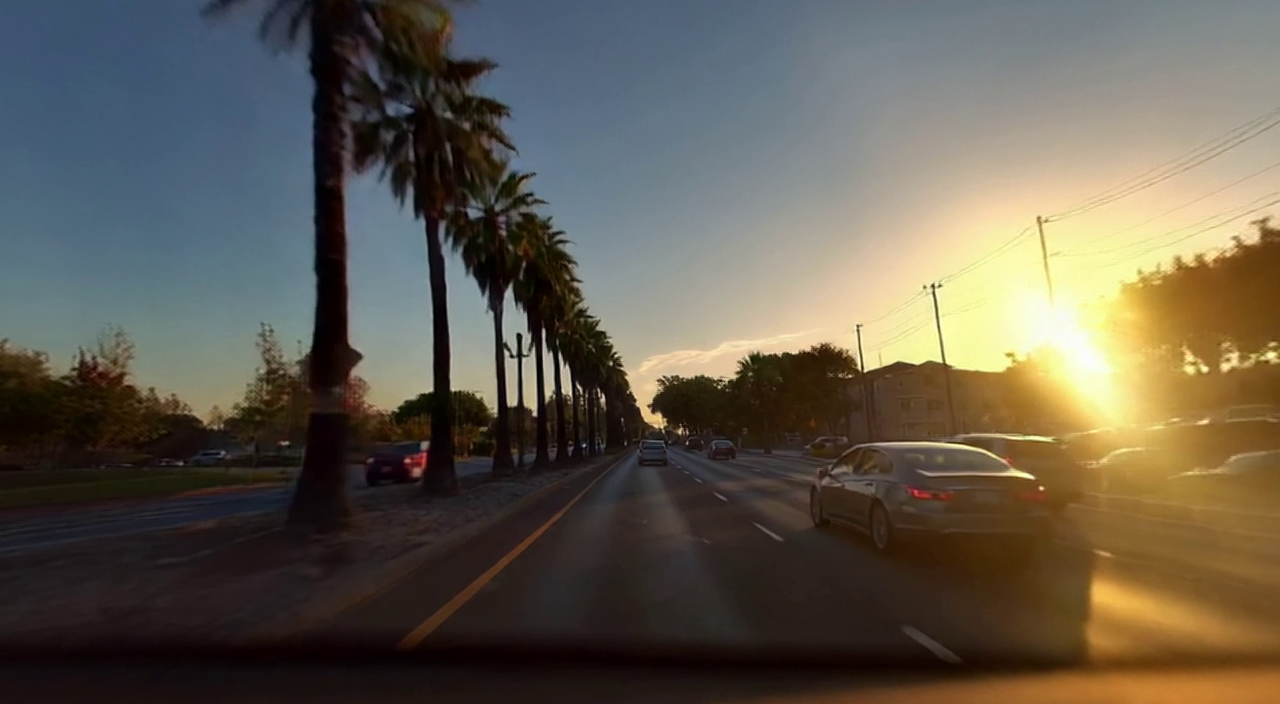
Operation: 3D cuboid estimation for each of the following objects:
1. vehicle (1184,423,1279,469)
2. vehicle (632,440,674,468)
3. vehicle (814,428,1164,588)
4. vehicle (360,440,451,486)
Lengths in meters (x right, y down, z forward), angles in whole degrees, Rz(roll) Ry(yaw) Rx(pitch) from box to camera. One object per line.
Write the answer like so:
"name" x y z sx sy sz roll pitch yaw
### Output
"vehicle" 27.140 4.096 27.562 2.218 1.864 4.957 0 -8 -2
"vehicle" 0.644 5.545 34.540 2.031 1.444 4.361 0 -8 -2
"vehicle" 3.846 1.770 8.107 1.875 1.452 4.453 0 -8 -1
"vehicle" -10.383 4.934 28.464 2.238 1.766 4.710 -3 -8 1
